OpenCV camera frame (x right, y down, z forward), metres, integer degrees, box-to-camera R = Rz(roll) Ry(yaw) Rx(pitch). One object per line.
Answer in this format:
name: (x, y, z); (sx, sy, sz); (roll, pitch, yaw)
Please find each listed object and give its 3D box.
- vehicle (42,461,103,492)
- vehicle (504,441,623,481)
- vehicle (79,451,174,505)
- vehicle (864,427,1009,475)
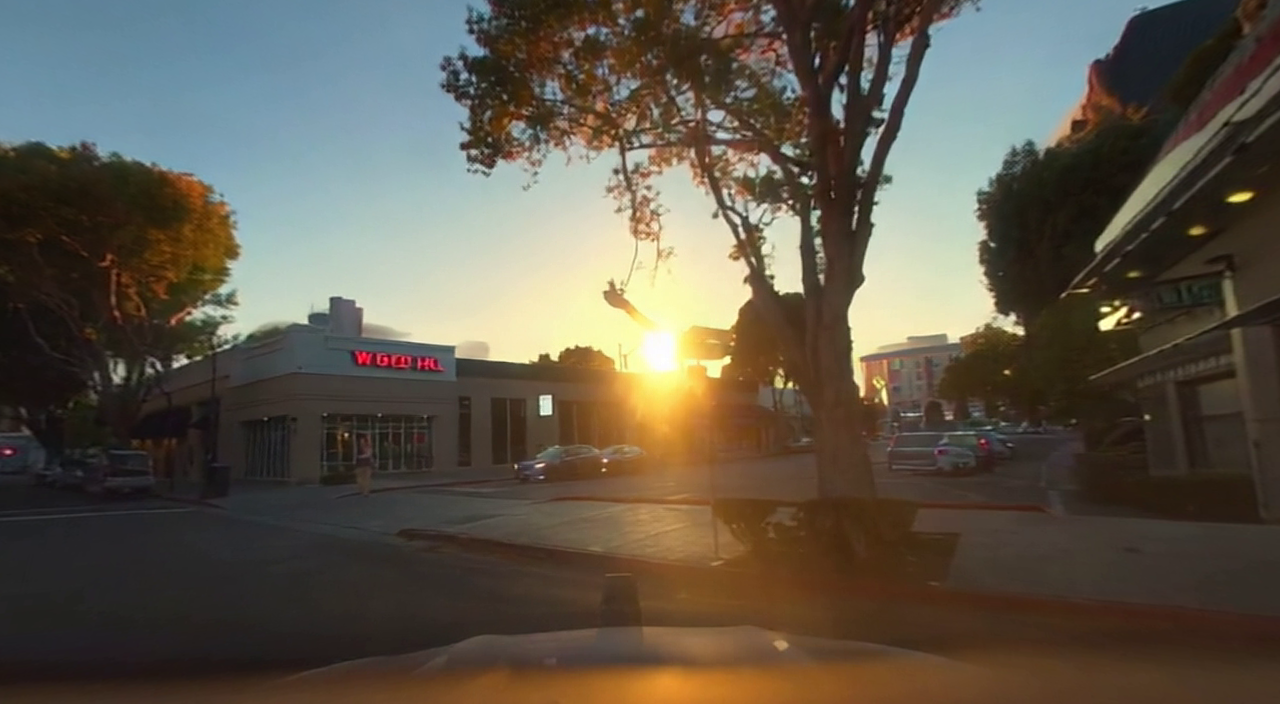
vehicle: (-34.497, 7.510, 38.273); (4.194, 1.691, 2.053); (-7, -11, 40)
vehicle: (-3.319, 4.734, 27.477); (4.814, 1.618, 1.869); (-3, -9, 19)
vehicle: (-21.418, 5.148, 26.235); (4.748, 2.013, 2.150); (-9, -12, 41)
vehicle: (11.394, 3.822, 24.380); (4.706, 1.663, 1.993); (-6, -10, 34)
